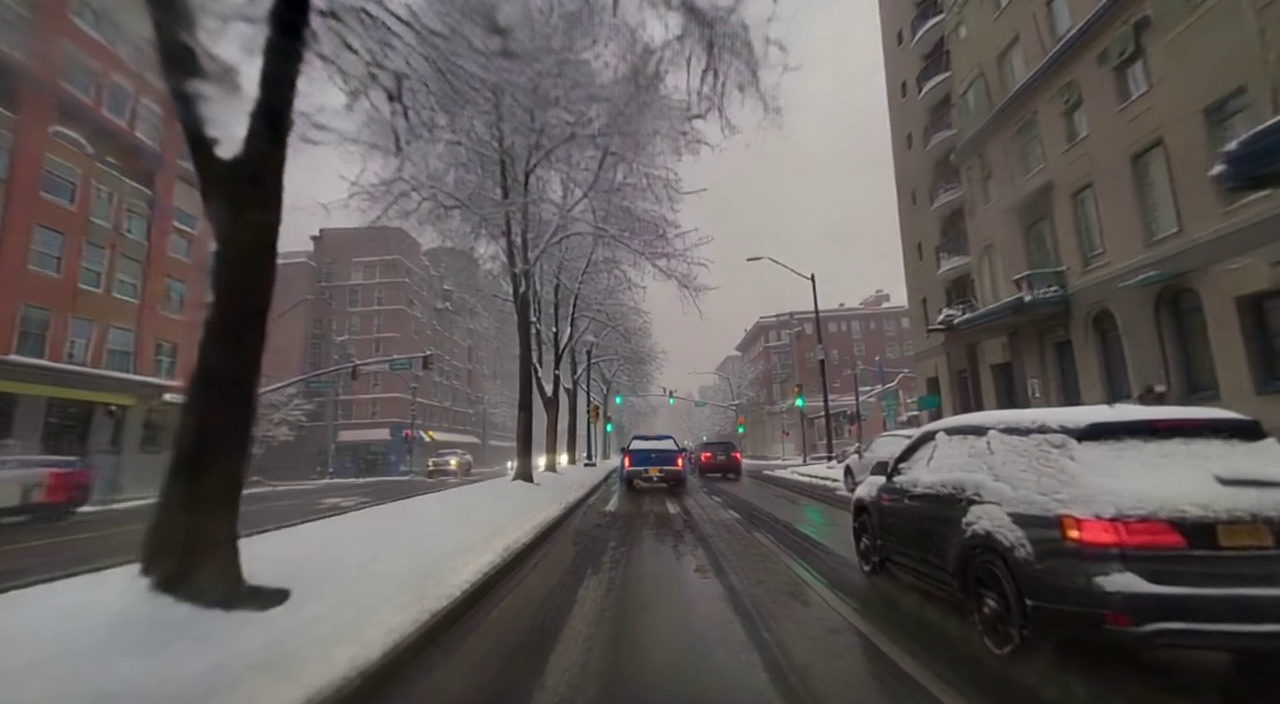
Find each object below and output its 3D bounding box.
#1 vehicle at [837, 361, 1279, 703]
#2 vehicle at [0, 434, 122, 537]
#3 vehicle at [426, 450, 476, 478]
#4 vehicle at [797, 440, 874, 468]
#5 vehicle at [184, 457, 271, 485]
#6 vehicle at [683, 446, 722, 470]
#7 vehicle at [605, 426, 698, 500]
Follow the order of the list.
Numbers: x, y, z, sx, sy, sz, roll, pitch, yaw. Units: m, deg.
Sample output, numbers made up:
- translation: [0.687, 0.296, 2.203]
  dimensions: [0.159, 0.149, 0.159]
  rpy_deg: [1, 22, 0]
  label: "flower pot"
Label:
- translation: [3.218, 1.215, 5.119]
  dimensions: [1.939, 1.746, 4.091]
  rpy_deg: [0, -9, 1]
  label: "vehicle"
- translation: [-14.285, 2.627, 12.282]
  dimensions: [2.640, 2.054, 6.504]
  rpy_deg: [-1, -9, 3]
  label: "vehicle"
- translation: [-13.289, 7.866, 44.608]
  dimensions: [1.914, 1.889, 4.585]
  rpy_deg: [0, -9, 2]
  label: "vehicle"
- translation: [14.623, 7.654, 47.534]
  dimensions: [5.156, 2.005, 2.122]
  rpy_deg: [-1, -9, 7]
  label: "vehicle"
- translation: [-28.823, 8.302, 44.199]
  dimensions: [4.558, 1.818, 2.120]
  rpy_deg: [0, -9, 1]
  label: "vehicle"
- translation: [3.888, 6.651, 39.767]
  dimensions: [2.045, 1.465, 4.355]
  rpy_deg: [0, -9, 0]
  label: "vehicle"
- translation: [0.292, 2.956, 17.146]
  dimensions: [2.209, 1.748, 4.130]
  rpy_deg: [0, -9, 1]
  label: "vehicle"
